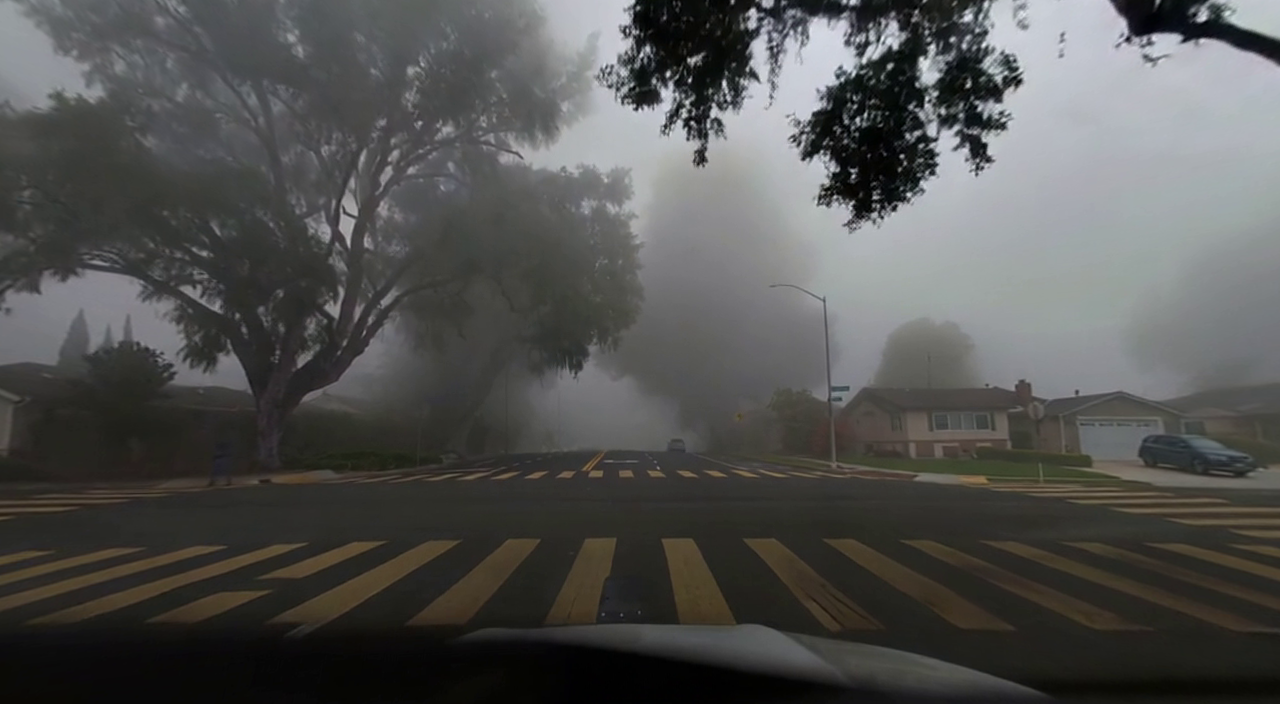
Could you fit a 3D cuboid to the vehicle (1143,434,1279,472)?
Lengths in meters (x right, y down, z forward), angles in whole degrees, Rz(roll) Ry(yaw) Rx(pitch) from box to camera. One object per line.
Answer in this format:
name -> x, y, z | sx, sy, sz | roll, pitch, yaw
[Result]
vehicle -> 26.462, 4.611, 29.128 | 2.152, 1.606, 5.402 | 0, -8, 1
